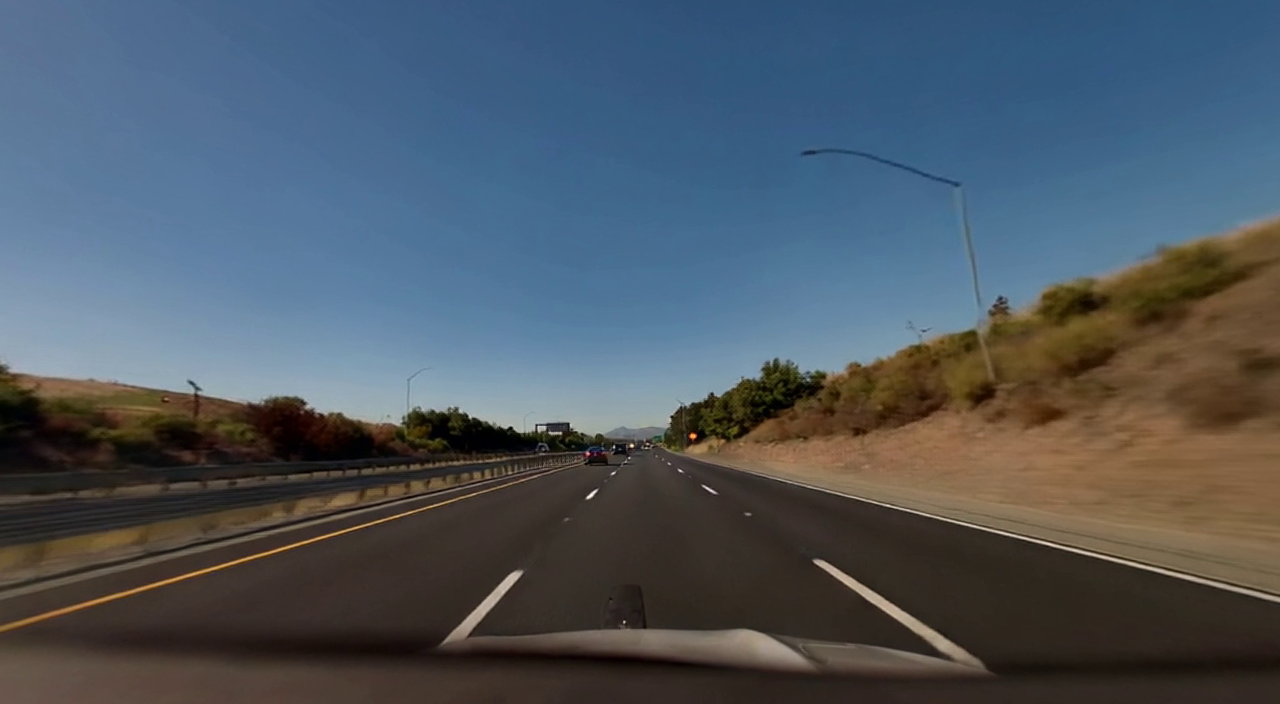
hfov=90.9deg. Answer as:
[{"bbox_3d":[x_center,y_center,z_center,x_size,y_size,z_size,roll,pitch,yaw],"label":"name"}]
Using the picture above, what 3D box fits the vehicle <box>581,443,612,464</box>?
[{"bbox_3d":[-3.174,7.530,46.893,1.991,1.475,4.302,0,-8,1],"label":"vehicle"}]
